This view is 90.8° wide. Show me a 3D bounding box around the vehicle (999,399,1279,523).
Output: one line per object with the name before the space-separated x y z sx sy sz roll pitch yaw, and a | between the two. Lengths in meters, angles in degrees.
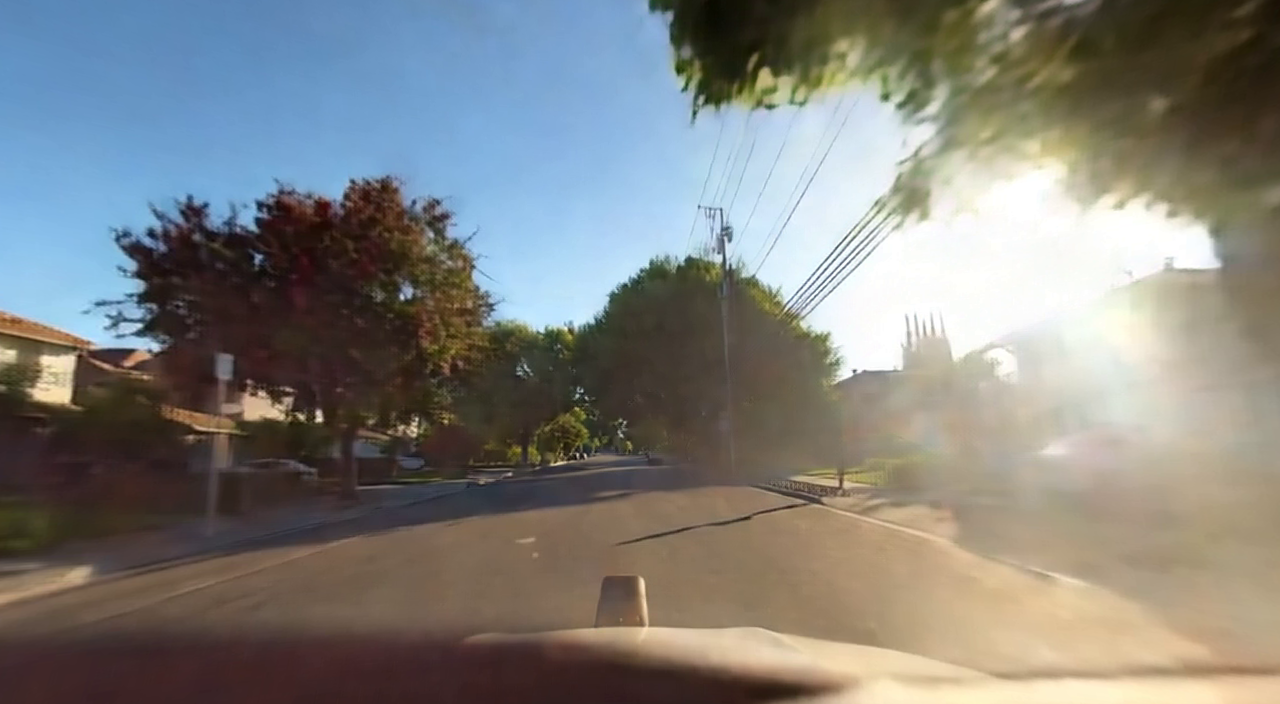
vehicle | 10.067 2.101 12.504 4.697 1.604 1.838 -8 -8 -4

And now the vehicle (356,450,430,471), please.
vehicle | -17.800 7.827 45.626 4.519 1.426 1.903 8 -12 -41

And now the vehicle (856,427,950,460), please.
vehicle | 15.260 5.331 36.822 4.562 1.832 1.987 0 -9 -3

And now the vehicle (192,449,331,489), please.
vehicle | -14.862 4.556 24.986 4.477 1.449 1.922 5 -10 -32
